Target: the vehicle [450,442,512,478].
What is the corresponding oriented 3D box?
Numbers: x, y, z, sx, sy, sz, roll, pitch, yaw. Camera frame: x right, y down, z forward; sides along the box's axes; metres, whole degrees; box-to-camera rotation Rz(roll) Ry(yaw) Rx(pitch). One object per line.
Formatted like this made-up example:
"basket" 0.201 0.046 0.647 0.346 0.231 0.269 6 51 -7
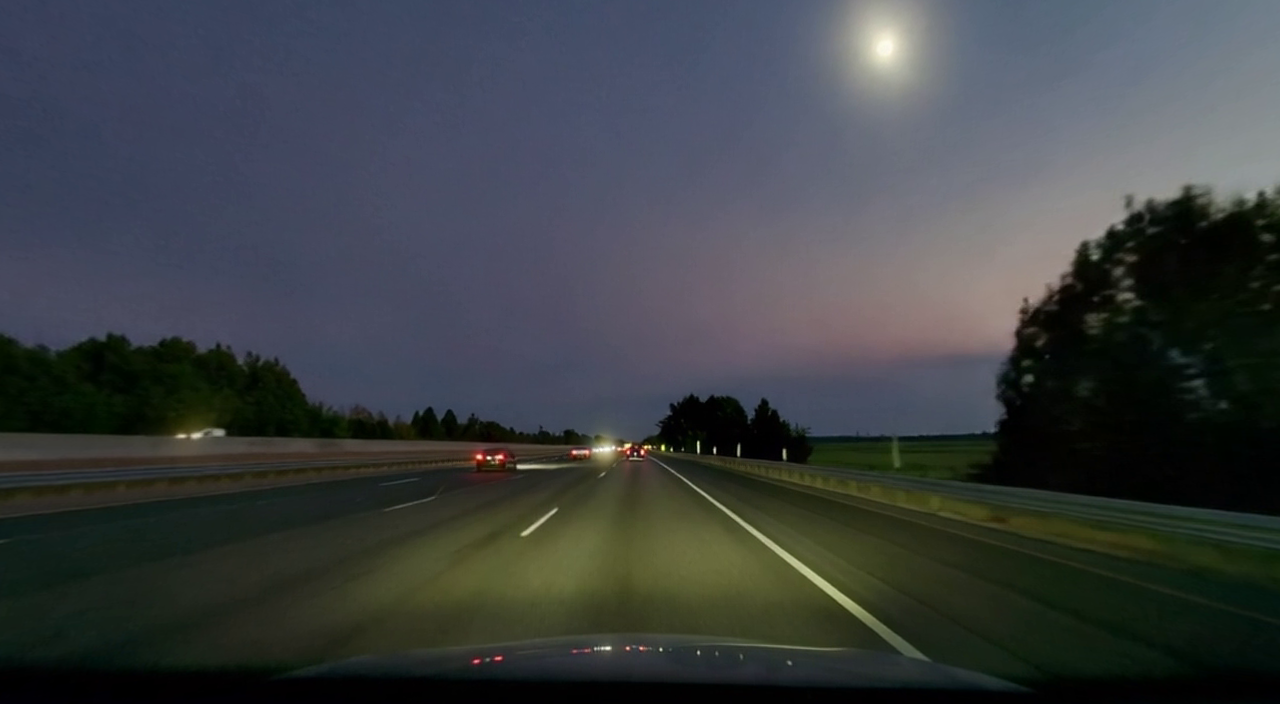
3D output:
"vehicle" -7.627 5.198 30.678 1.972 1.603 3.891 0 -8 1
